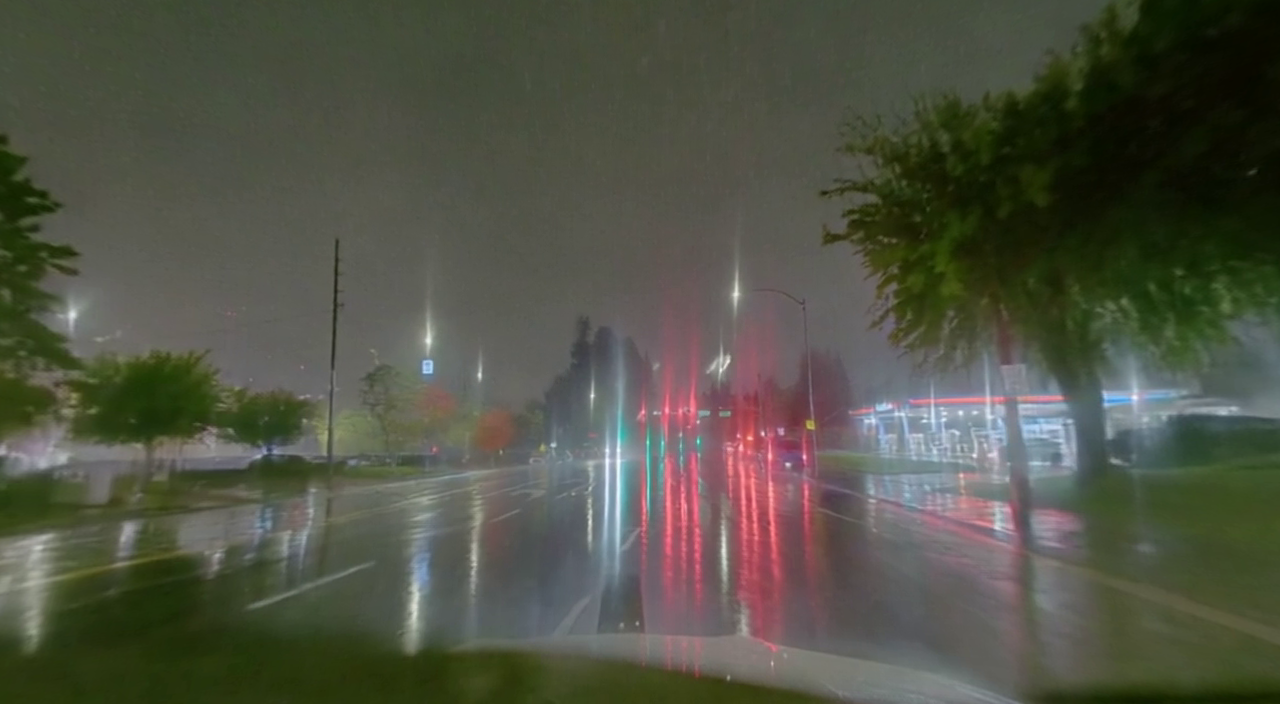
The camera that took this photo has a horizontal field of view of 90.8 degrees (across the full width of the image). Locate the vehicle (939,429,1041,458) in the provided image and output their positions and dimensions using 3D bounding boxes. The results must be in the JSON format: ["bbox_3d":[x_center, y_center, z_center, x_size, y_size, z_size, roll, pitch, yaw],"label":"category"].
[{"bbox_3d":[19.366,5.084,35.113,4.421,1.548,2.061,-1,-8,7],"label":"vehicle"}]

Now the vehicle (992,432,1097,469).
[{"bbox_3d":[16.836,4.124,26.587,1.919,1.411,4.440,-1,-8,7],"label":"vehicle"}]

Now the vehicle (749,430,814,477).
[{"bbox_3d":[6.212,4.532,28.366,2.194,1.896,5.049,-1,-8,6],"label":"vehicle"}]
